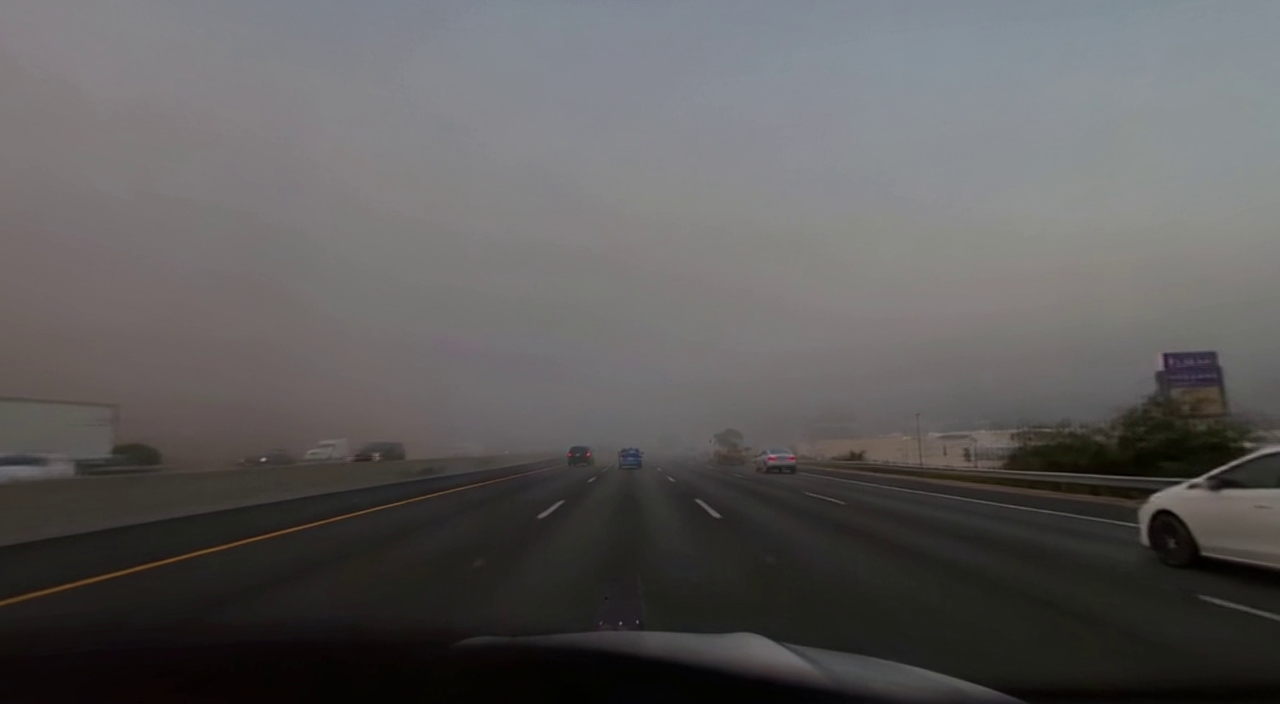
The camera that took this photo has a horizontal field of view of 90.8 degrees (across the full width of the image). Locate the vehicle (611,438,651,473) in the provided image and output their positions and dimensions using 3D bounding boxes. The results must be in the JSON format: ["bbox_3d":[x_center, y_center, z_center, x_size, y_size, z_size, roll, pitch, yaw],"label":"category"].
[{"bbox_3d":[-0.442,5.554,34.072,2.002,1.759,4.658,0,-8,0],"label":"vehicle"}]

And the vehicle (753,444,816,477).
[{"bbox_3d":[6.795,5.120,30.104,1.879,1.428,4.402,0,-9,-1],"label":"vehicle"}]

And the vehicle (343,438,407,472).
[{"bbox_3d":[-14.093,5.465,33.786,1.715,1.682,3.811,0,-9,1],"label":"vehicle"}]

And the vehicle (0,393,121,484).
[{"bbox_3d":[-29.318,3.494,25.574,2.848,3.915,16.523,0,-9,0],"label":"vehicle"}]

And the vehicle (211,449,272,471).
[{"bbox_3d":[-29.201,7.926,46.410,1.774,1.505,4.029,0,-9,0],"label":"vehicle"}]

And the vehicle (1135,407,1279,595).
[{"bbox_3d":[6.706,1.249,5.124,1.944,1.666,4.184,0,-9,0],"label":"vehicle"}]

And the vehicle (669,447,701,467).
[{"bbox_3d":[3.086,7.262,43.894,1.816,1.353,3.809,0,-8,-1],"label":"vehicle"}]

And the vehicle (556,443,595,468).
[{"bbox_3d":[-4.359,7.121,43.553,2.126,1.631,4.643,0,-8,1],"label":"vehicle"}]

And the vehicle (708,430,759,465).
[{"bbox_3d":[6.957,7.240,47.936,2.790,2.473,6.815,0,-8,0],"label":"vehicle"}]
